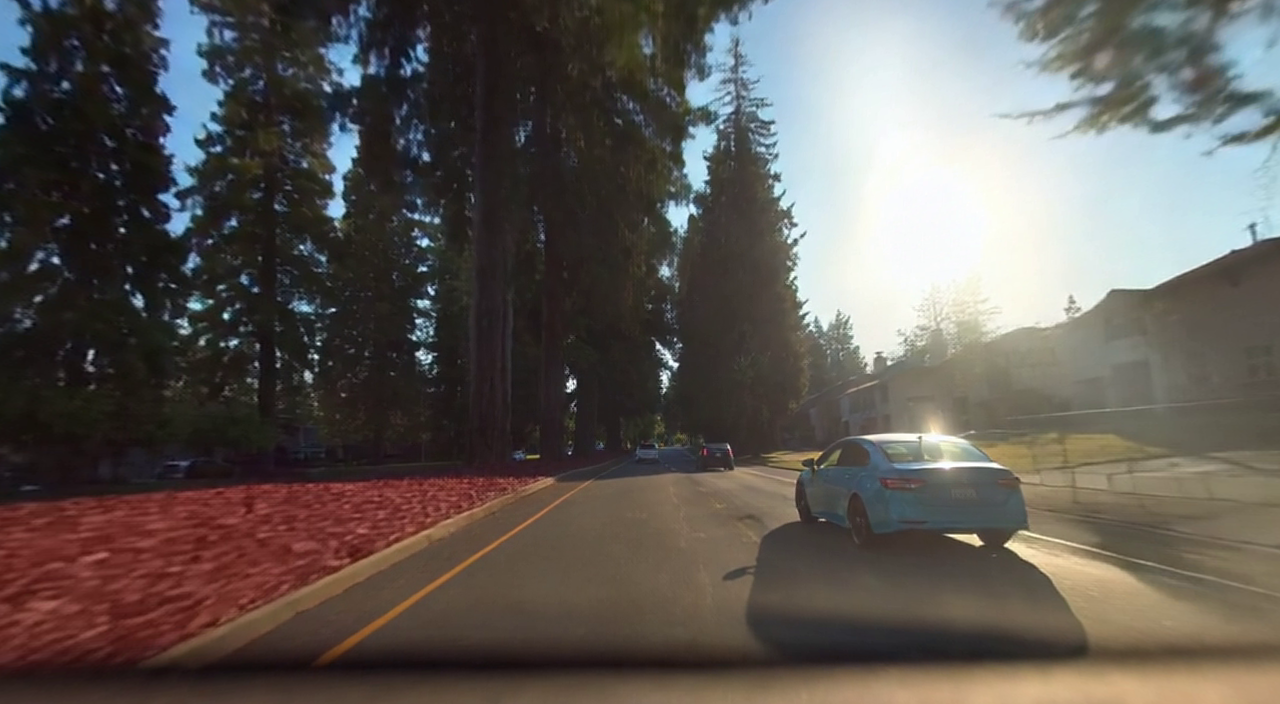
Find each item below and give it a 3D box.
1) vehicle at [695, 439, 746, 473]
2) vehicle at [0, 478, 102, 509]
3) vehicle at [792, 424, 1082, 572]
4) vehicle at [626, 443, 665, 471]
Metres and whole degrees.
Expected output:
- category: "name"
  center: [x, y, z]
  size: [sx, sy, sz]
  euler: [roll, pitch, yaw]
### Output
- category: "vehicle"
  center: [4.161, 5.457, 33.370]
  size: [2.074, 1.652, 4.340]
  euler: [0, -9, 0]
- category: "vehicle"
  center: [-31.640, 7.495, 33.617]
  size: [4.432, 1.484, 1.839]
  euler: [-1, -9, 4]
- category: "vehicle"
  center: [3.605, 1.842, 8.730]
  size: [1.985, 1.529, 4.147]
  euler: [0, -8, 0]
- category: "vehicle"
  center: [0.337, 5.872, 35.604]
  size: [2.082, 1.473, 4.028]
  euler: [0, -8, 1]
